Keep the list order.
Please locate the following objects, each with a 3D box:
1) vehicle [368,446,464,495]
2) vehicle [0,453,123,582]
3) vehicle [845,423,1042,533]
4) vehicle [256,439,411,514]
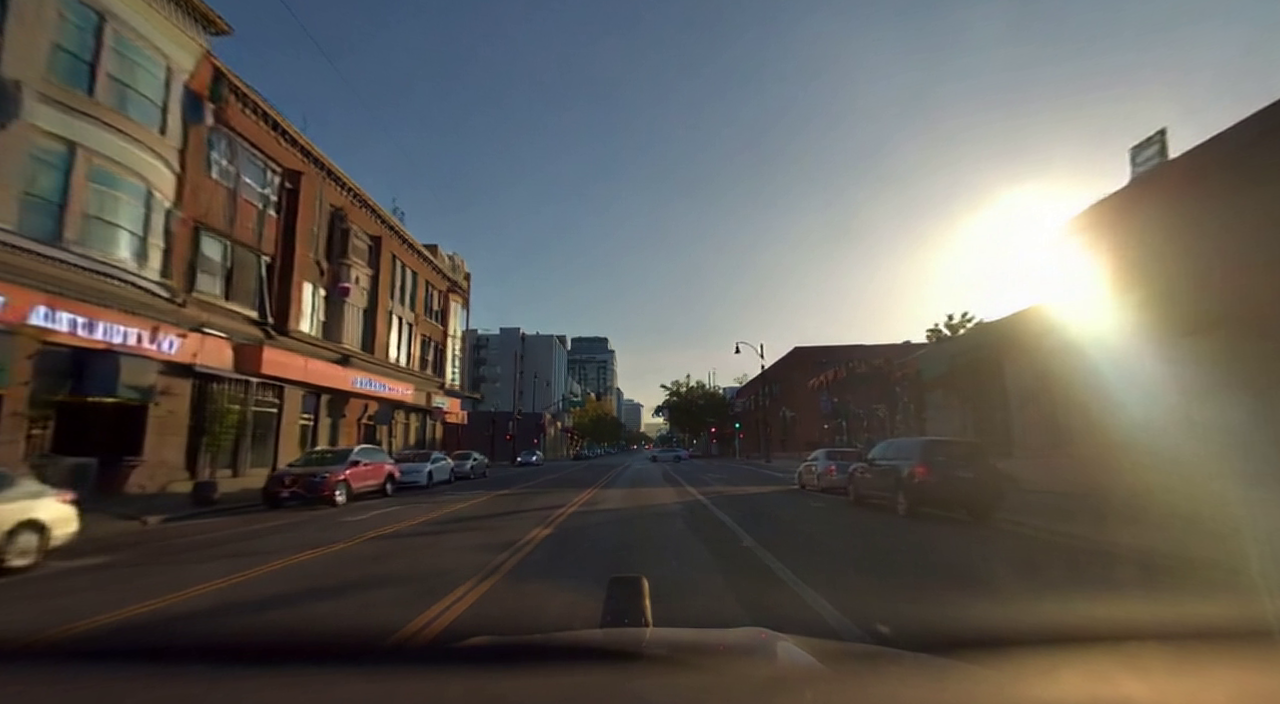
[{"bbox_3d":[-8.870,4.700,25.499,2.004,1.709,4.941,0,-8,1],"label":"vehicle"},{"bbox_3d":[-8.898,1.962,7.257,1.905,1.576,4.566,-2,-11,1],"label":"vehicle"},{"bbox_3d":[5.979,2.505,13.194,1.922,1.871,4.477,0,-8,1],"label":"vehicle"},{"bbox_3d":[-8.790,3.581,18.694,2.140,1.861,4.801,-1,-9,1],"label":"vehicle"}]
